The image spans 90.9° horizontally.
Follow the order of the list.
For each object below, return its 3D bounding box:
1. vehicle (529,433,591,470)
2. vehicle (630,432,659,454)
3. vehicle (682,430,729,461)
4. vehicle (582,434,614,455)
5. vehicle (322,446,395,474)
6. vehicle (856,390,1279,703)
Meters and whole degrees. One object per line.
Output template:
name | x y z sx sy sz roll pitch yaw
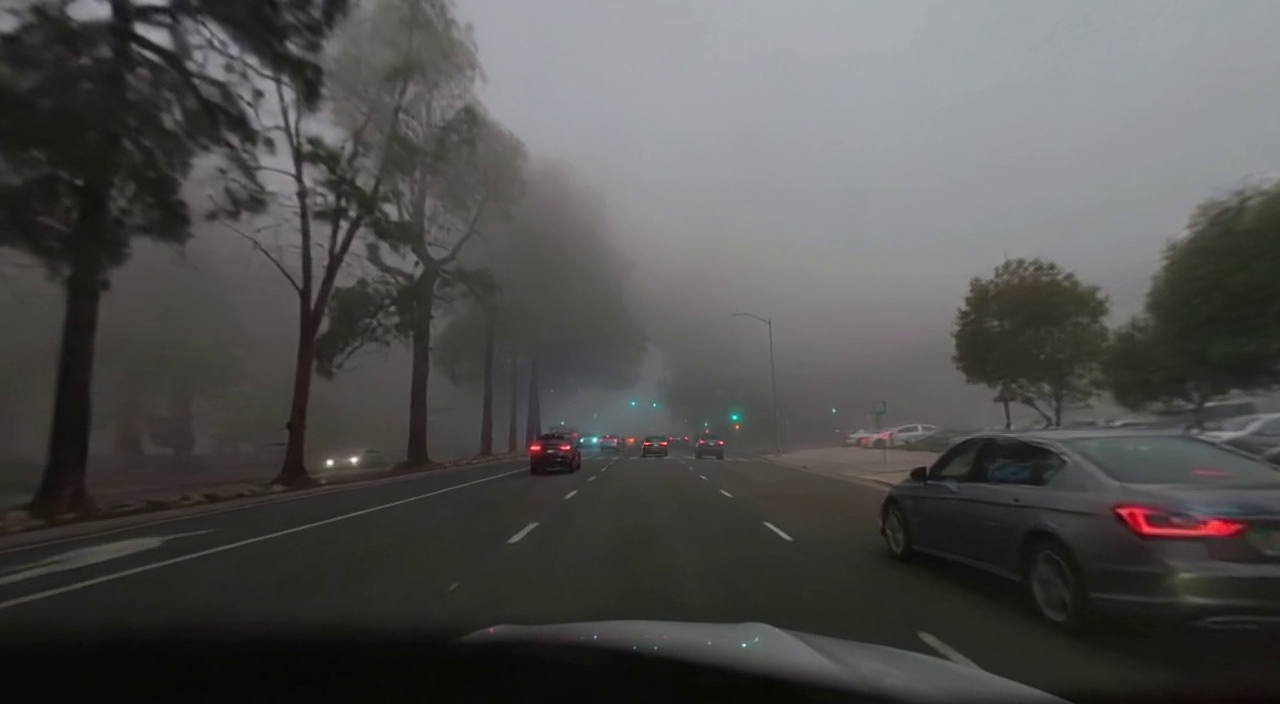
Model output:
vehicle | -3.462 4.416 28.152 2.049 1.485 4.656 0 -8 2
vehicle | 0.335 7.013 48.598 2.110 1.662 4.262 0 -8 0
vehicle | 3.600 5.249 35.450 2.137 1.646 4.488 0 -8 -1
vehicle | -3.145 7.096 48.328 1.997 1.479 4.547 0 -8 2
vehicle | -15.612 5.998 35.233 1.901 1.438 4.557 0 -8 1
vehicle | 3.688 1.266 5.321 2.128 1.502 4.572 0 -8 1
